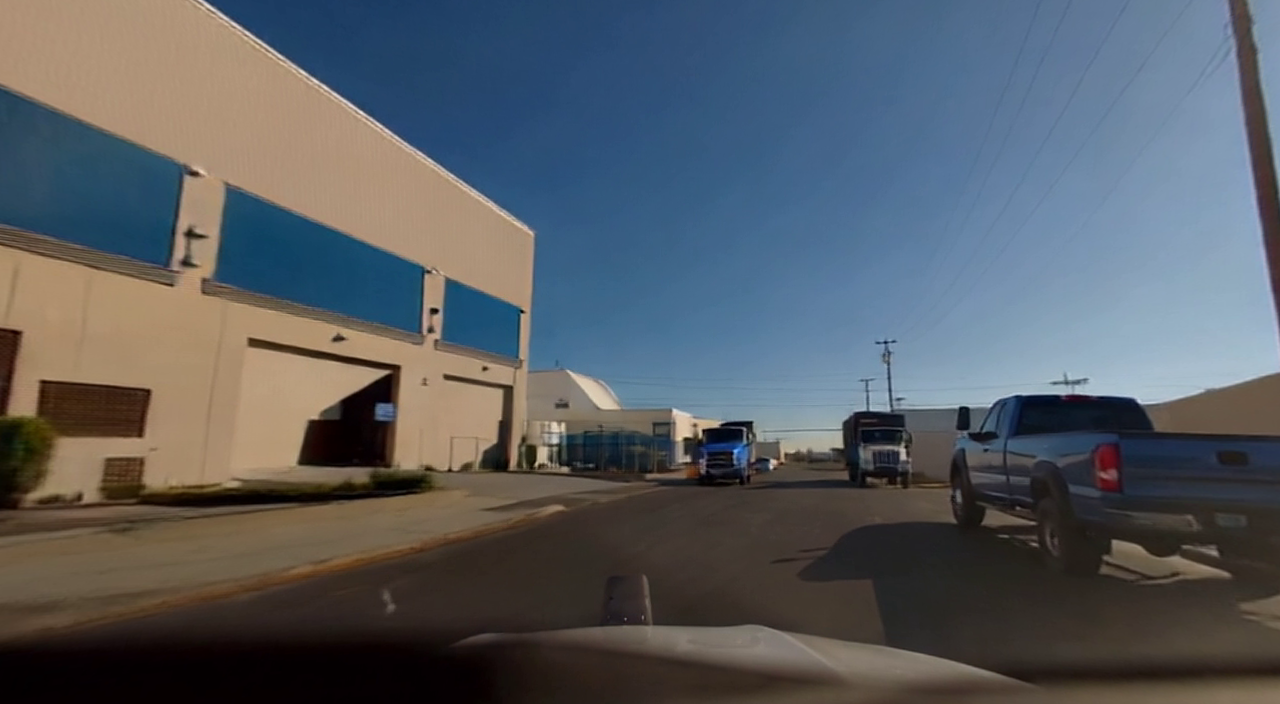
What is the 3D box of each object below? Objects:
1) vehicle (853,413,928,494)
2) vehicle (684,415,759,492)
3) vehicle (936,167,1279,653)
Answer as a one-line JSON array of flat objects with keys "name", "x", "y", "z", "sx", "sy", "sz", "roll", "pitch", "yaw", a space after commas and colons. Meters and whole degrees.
[{"name": "vehicle", "x": 16.658, "y": 6.781, "z": 42.797, "sx": 3.132, "sy": 4.690, "sz": 11.286, "roll": -2, "pitch": -8, "yaw": 14}, {"name": "vehicle", "x": 5.239, "y": 6.192, "z": 39.070, "sx": 3.111, "sy": 4.217, "sz": 7.722, "roll": -3, "pitch": -9, "yaw": 18}, {"name": "vehicle", "x": 8.264, "y": 1.221, "z": 11.388, "sx": 2.966, "sy": 4.658, "sz": 11.455, "roll": -2, "pitch": -8, "yaw": 14}]
